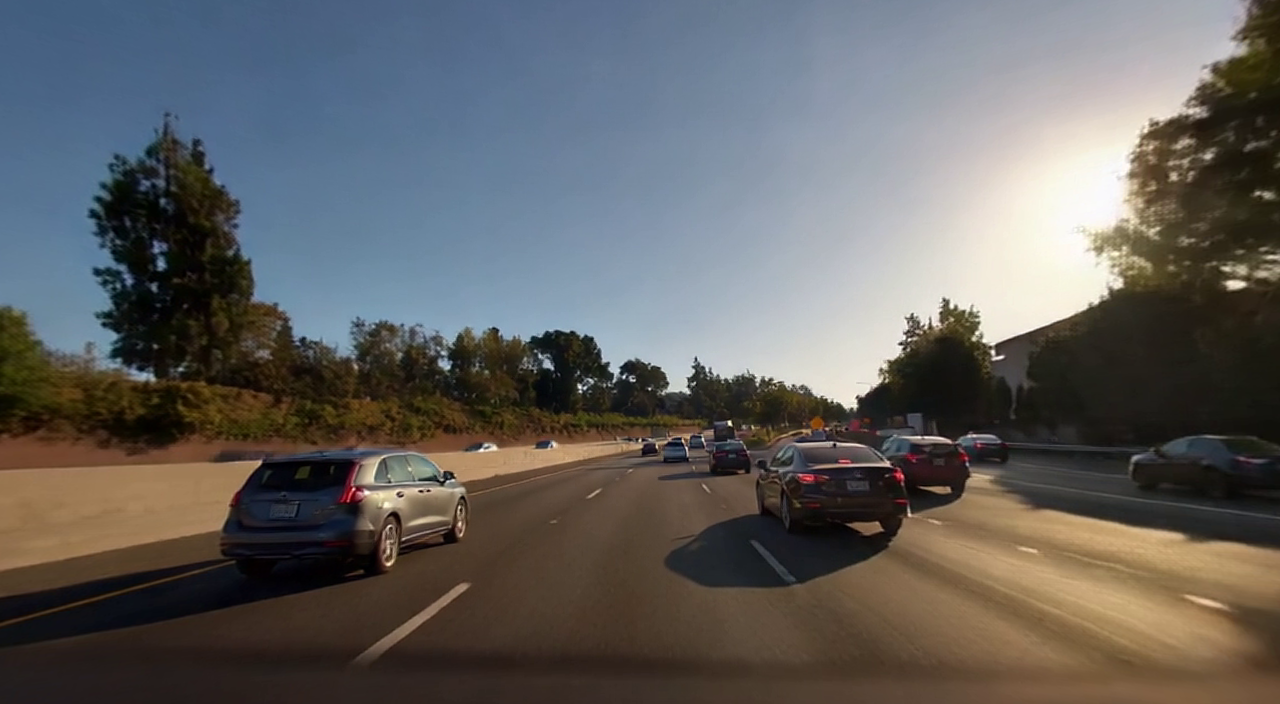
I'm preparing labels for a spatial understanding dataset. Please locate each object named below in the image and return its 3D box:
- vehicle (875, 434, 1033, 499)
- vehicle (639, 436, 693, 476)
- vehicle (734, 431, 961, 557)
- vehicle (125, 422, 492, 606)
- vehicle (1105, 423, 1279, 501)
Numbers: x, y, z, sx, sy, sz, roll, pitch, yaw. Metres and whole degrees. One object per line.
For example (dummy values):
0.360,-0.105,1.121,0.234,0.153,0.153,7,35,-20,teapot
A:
8.201,3.027,17.036,2.014,1.506,4.626,0,-9,2,vehicle
1.182,4.575,27.858,2.201,1.614,3.803,-1,-9,4,vehicle
2.818,2.052,9.855,2.009,1.489,4.559,0,-9,0,vehicle
-3.398,1.734,7.719,1.937,1.558,4.469,0,-9,2,vehicle
13.792,2.579,15.074,1.976,1.548,4.687,-1,-9,5,vehicle
